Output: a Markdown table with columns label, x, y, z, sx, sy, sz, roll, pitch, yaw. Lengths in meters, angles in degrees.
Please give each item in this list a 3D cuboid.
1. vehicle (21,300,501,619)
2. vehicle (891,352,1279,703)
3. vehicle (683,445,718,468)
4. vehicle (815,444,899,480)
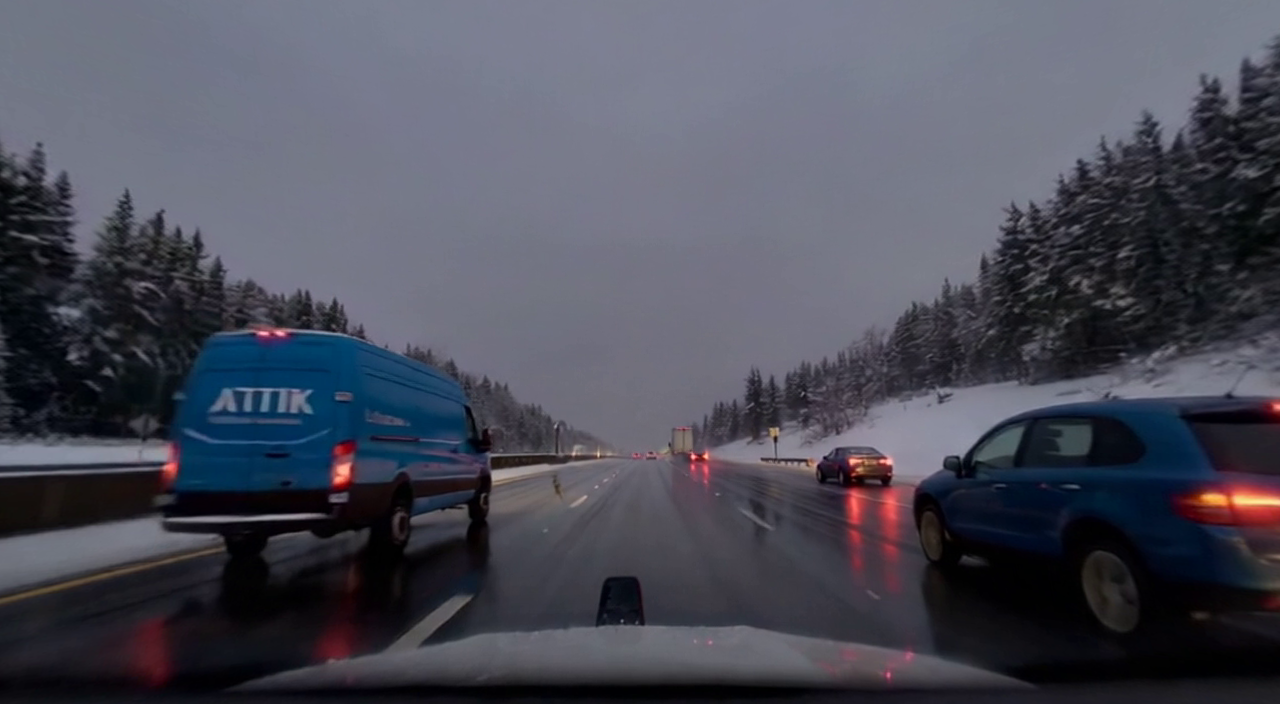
| label | x | y | z | sx | sy | sz | roll | pitch | yaw |
| --- | --- | --- | --- | --- | --- | --- | --- | --- | --- |
| vehicle | -3.882 | 1.390 | 8.746 | 2.380 | 2.648 | 6.879 | 0 | -9 | -1 |
| vehicle | 4.001 | 1.160 | 4.906 | 2.025 | 1.706 | 4.797 | 0 | -9 | -1 |
| vehicle | 4.428 | 7.737 | 46.777 | 2.066 | 1.638 | 4.158 | 0 | -9 | -1 |
| vehicle | 9.823 | 5.030 | 28.979 | 1.838 | 1.490 | 4.460 | 1 | -9 | -6 |
